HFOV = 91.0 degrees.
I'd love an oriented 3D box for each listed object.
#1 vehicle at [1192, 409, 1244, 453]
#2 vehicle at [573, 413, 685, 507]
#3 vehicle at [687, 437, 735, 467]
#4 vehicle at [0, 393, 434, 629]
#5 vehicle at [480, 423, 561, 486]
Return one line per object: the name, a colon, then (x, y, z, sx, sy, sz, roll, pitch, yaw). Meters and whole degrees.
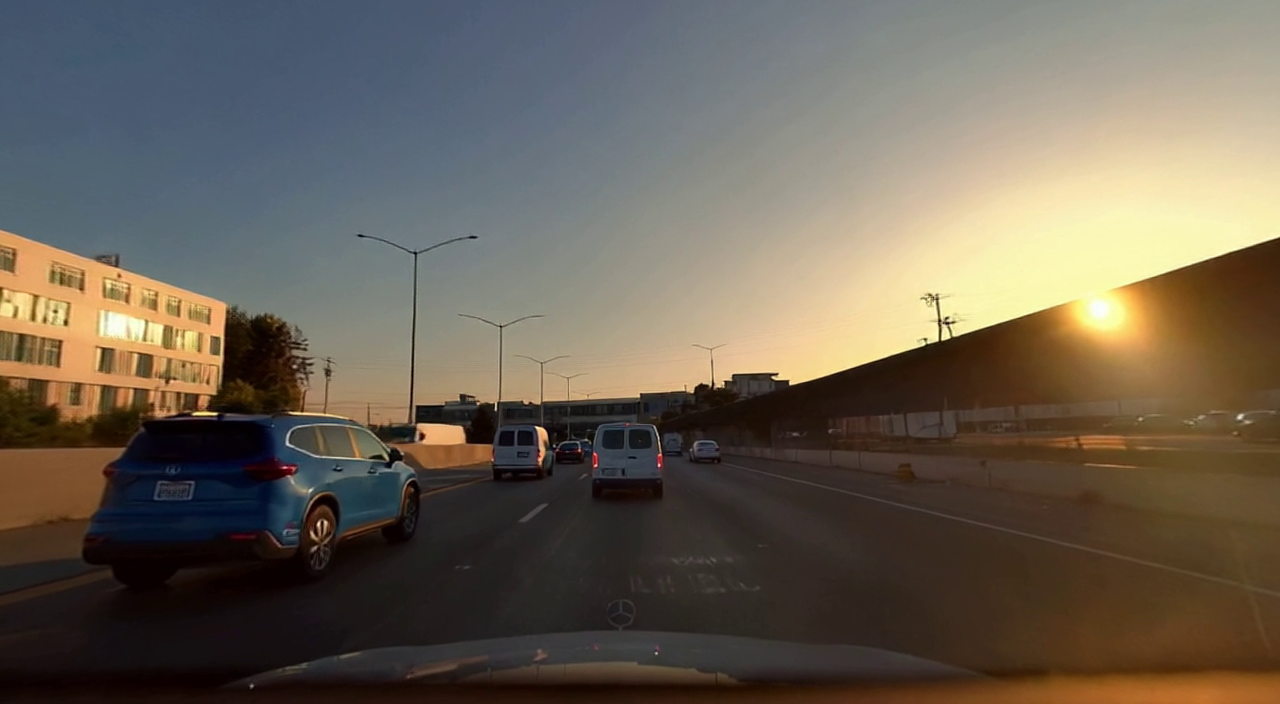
vehicle: (30.885, 4.241, 33.646, 1.480, 2.238, 1.864, -5, -9, 30)
vehicle: (-0.288, 2.543, 15.272, 2.304, 1.925, 4.282, 0, -8, -1)
vehicle: (3.780, 5.383, 34.079, 1.999, 1.494, 3.833, 0, -8, -3)
vehicle: (-3.931, 1.467, 6.839, 1.972, 1.703, 4.333, 0, -8, -1)
vehicle: (-4.036, 3.517, 21.952, 2.038, 1.936, 4.300, 0, -8, -1)
